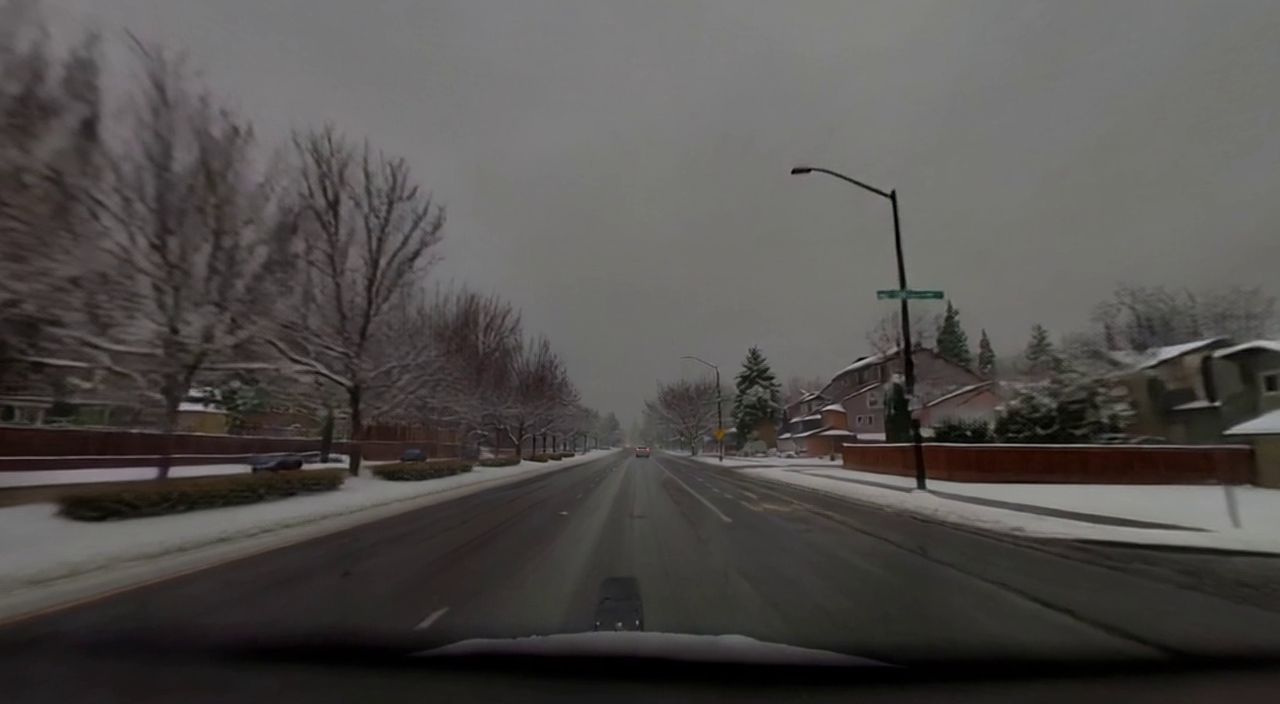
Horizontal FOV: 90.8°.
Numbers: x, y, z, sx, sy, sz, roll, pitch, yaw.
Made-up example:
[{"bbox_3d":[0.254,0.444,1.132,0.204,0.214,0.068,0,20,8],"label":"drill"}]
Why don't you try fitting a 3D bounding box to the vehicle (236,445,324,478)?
[{"bbox_3d":[-19.928,6.062,35.264,2.166,1.720,4.629,0,-8,0],"label":"vehicle"}]
